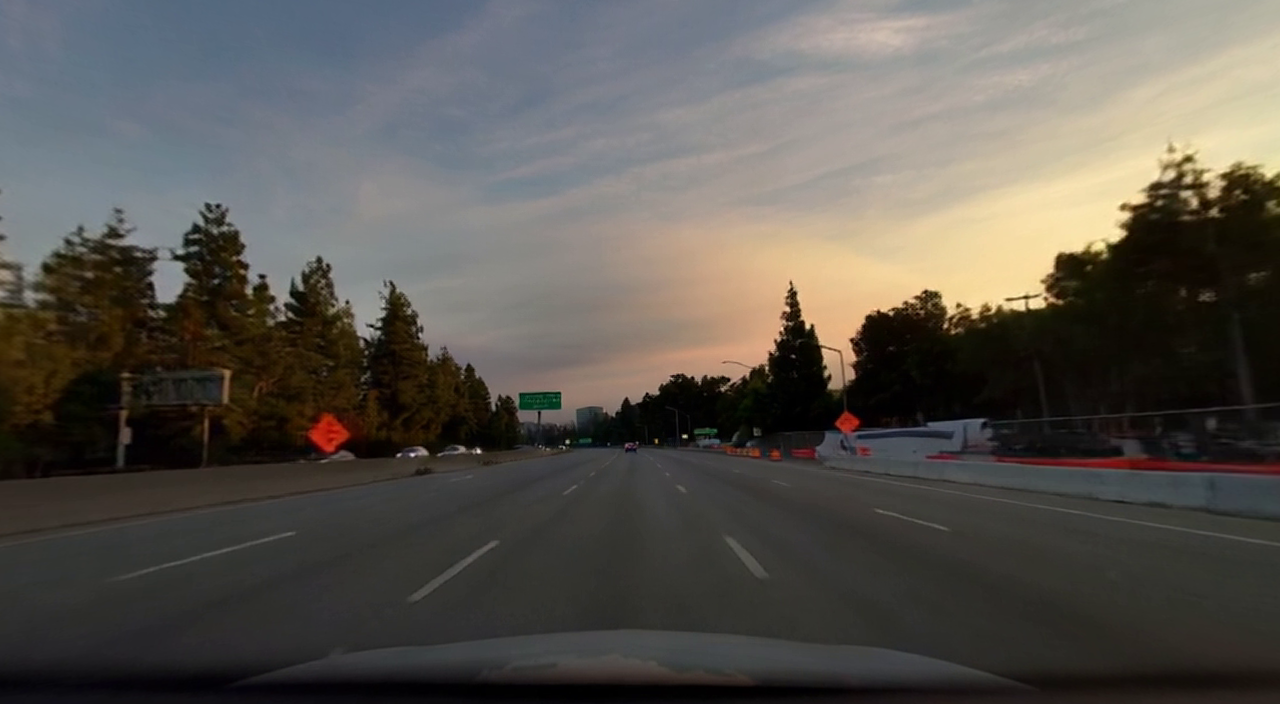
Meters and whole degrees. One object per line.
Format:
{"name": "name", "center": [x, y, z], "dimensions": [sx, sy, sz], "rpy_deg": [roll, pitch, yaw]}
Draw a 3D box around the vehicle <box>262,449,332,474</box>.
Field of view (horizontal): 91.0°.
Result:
{"name": "vehicle", "center": [-22.237, 7.115, 41.024], "dimensions": [1.924, 1.477, 4.785], "rpy_deg": [0, -9, -1]}
